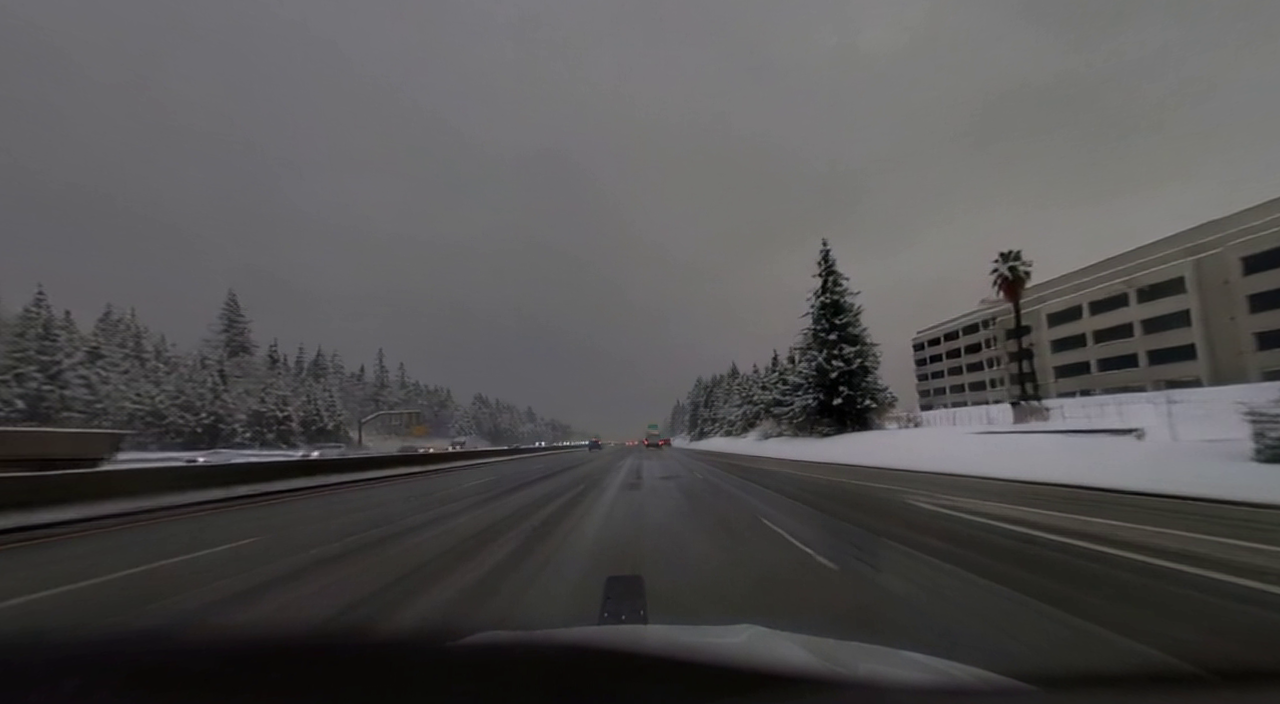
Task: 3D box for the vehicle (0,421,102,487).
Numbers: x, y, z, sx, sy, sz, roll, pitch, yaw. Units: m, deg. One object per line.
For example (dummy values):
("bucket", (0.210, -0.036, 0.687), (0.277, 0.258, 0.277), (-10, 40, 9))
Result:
("vehicle", (-34.512, 5.467, 33.555), (2.715, 3.362, 9.663), (-1, -8, 1))
